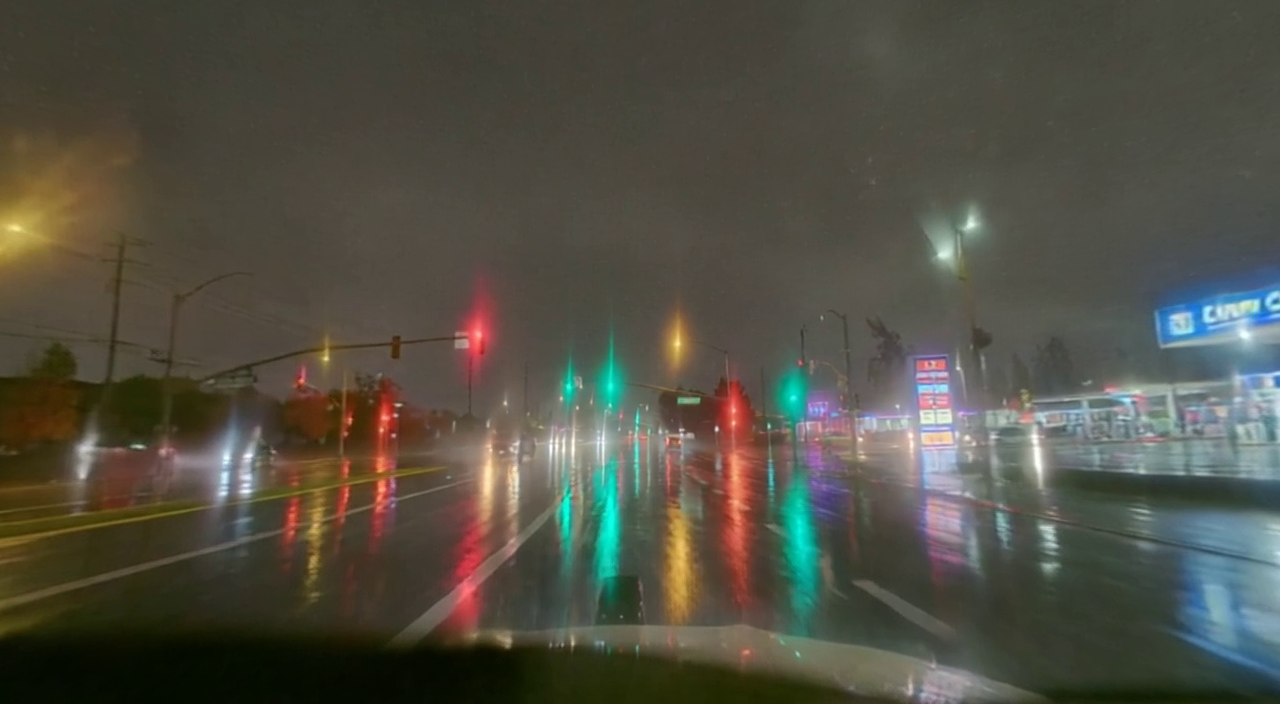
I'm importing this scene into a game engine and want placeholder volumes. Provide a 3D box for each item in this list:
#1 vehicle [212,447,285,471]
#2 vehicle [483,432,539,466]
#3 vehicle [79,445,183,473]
[{"bbox_3d":[-25.168,6.817,40.570,4.444,1.457,1.927,-5,-10,29],"label":"vehicle"},{"bbox_3d":[-6.889,5.237,34.279,2.074,1.692,4.333,0,-8,1],"label":"vehicle"},{"bbox_3d":[-34.268,7.208,42.654,5.040,1.826,2.155,0,-8,-2],"label":"vehicle"}]
